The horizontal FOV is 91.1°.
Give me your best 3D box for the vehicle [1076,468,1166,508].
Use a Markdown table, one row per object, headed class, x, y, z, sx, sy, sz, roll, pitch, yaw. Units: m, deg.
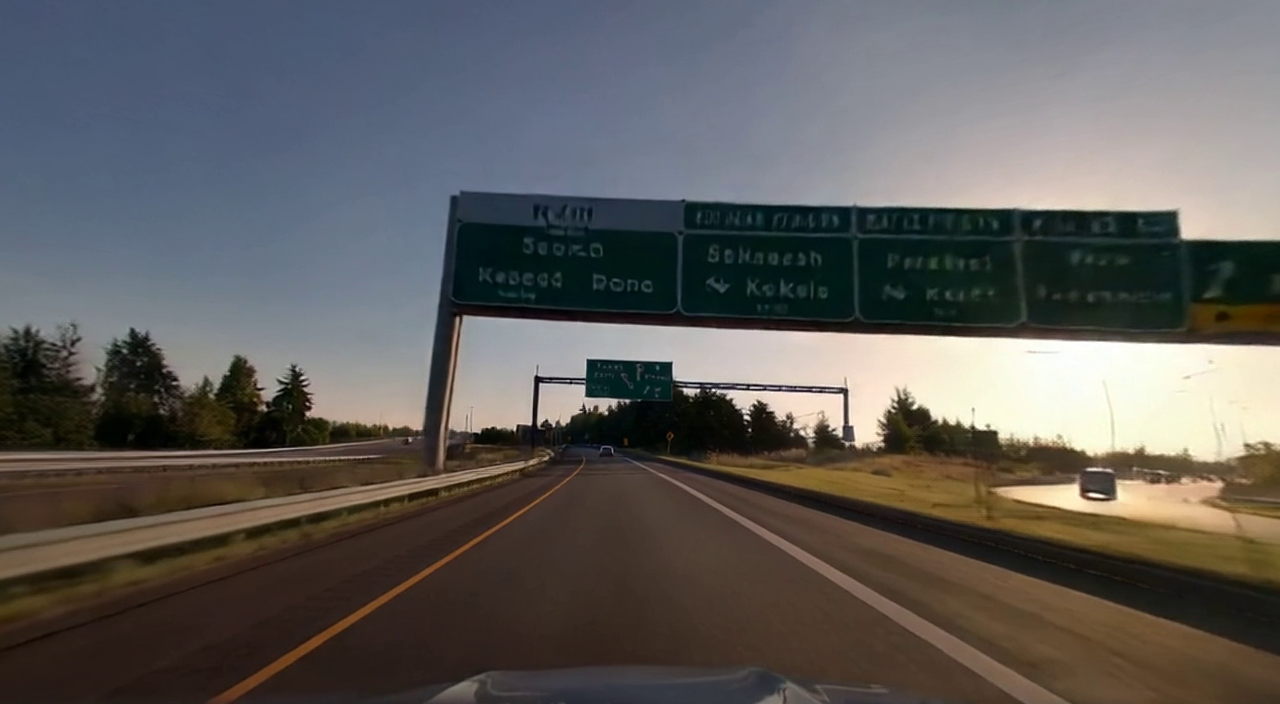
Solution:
| class | x | y | z | sx | sy | sz | roll | pitch | yaw |
| --- | --- | --- | --- | --- | --- | --- | --- | --- | --- |
| vehicle | 20.191 | 5.670 | 26.569 | 2.129 | 1.444 | 3.649 | -4 | -10 | 24 |
